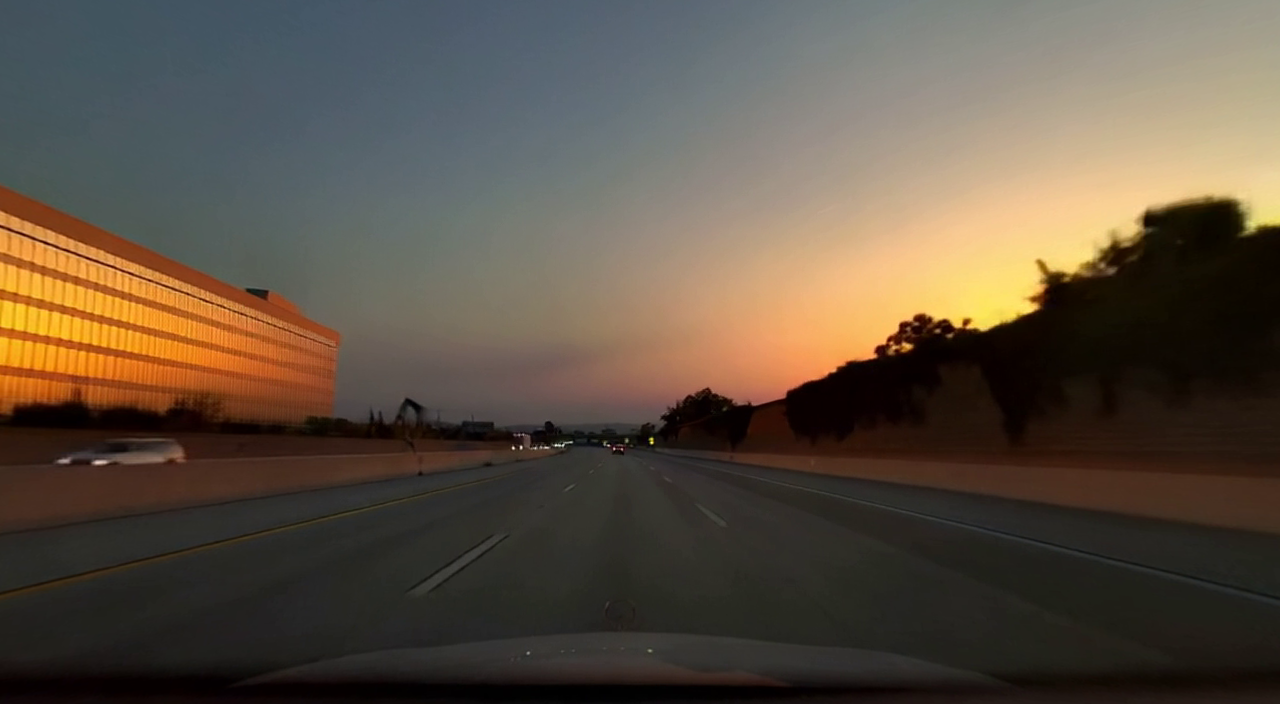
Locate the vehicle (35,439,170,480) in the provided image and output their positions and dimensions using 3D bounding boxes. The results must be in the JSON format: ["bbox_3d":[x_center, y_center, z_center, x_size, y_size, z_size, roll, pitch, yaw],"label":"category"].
[{"bbox_3d":[-21.025,4.223,24.757,1.816,1.477,3.941,0,-9,0],"label":"vehicle"}]
